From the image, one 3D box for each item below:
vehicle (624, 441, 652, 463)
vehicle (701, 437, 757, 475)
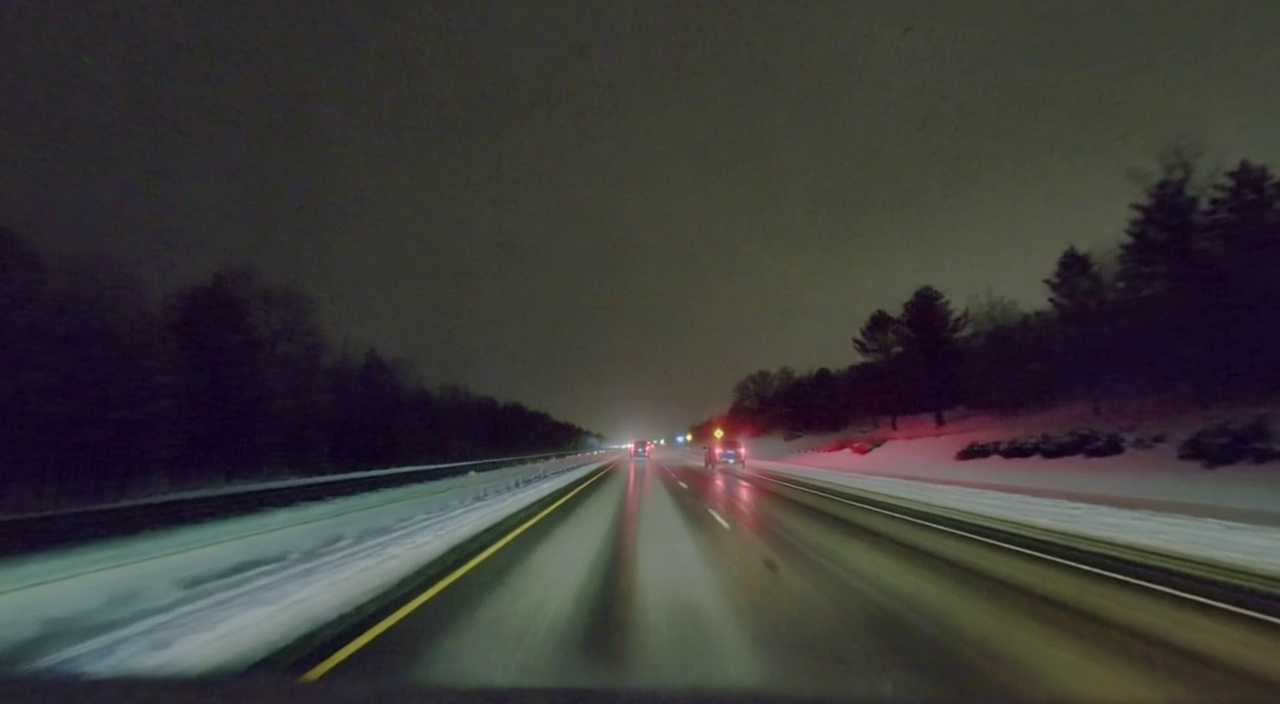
[{"bbox_3d":[-0.141,7.477,47.003,2.009,1.554,4.013,0,-8,1],"label":"vehicle"},{"bbox_3d":[4.047,4.782,29.226,2.037,1.609,4.036,0,-8,0],"label":"vehicle"}]
